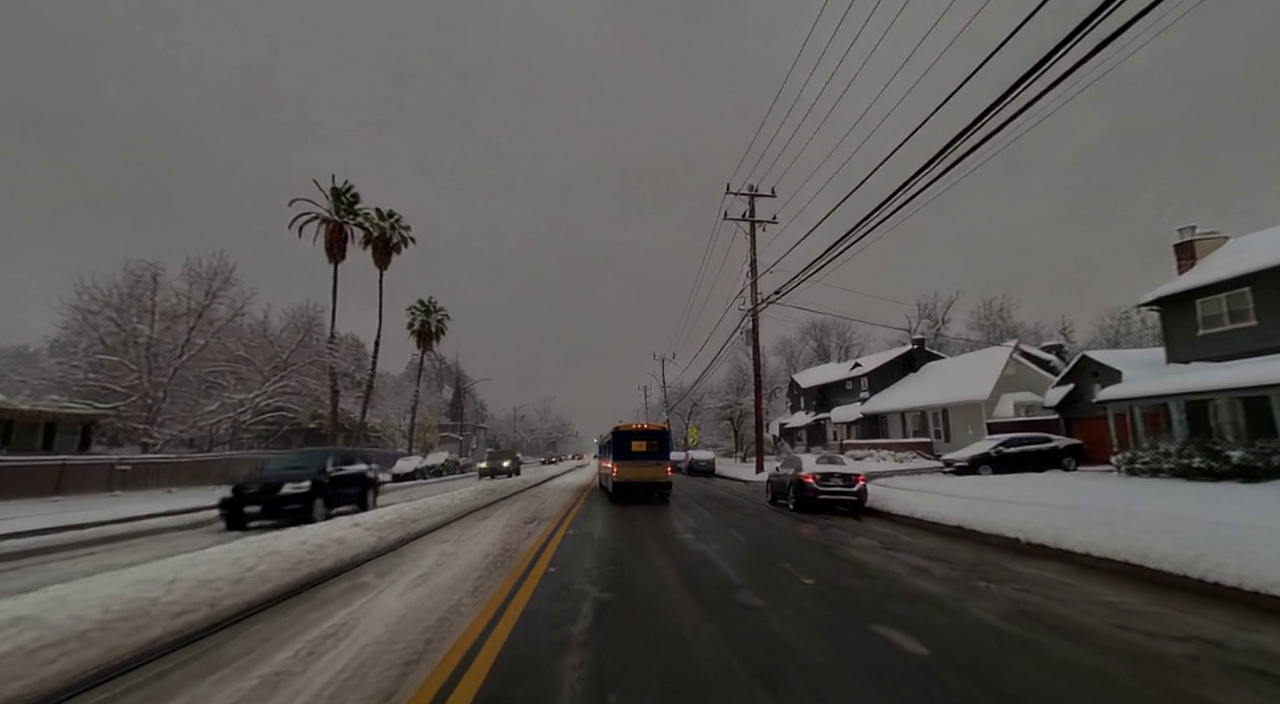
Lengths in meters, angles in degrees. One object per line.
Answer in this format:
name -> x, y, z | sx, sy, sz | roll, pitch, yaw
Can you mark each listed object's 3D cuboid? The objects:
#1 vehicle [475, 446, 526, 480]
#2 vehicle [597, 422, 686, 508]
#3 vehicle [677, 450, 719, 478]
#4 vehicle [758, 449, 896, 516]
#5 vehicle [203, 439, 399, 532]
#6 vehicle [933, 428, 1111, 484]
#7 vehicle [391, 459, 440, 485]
vehicle -> -7.697, 6.152, 35.192 | 1.993, 1.737, 4.353 | 0, -9, -2
vehicle -> -0.102, 3.077, 17.593 | 2.168, 2.040, 4.527 | 0, -9, -3
vehicle -> 3.441, 6.755, 38.313 | 1.946, 1.530, 4.240 | 0, -9, -3
vehicle -> 4.574, 3.225, 16.200 | 2.022, 1.456, 4.246 | 0, -9, -3
vehicle -> -6.967, 2.751, 13.597 | 1.965, 1.653, 4.251 | 0, -9, -3
vehicle -> 13.381, 3.638, 22.345 | 4.749, 1.699, 2.311 | -2, -7, -1
vehicle -> -13.981, 7.439, 39.384 | 1.841, 1.356, 3.938 | -3, -8, -4
